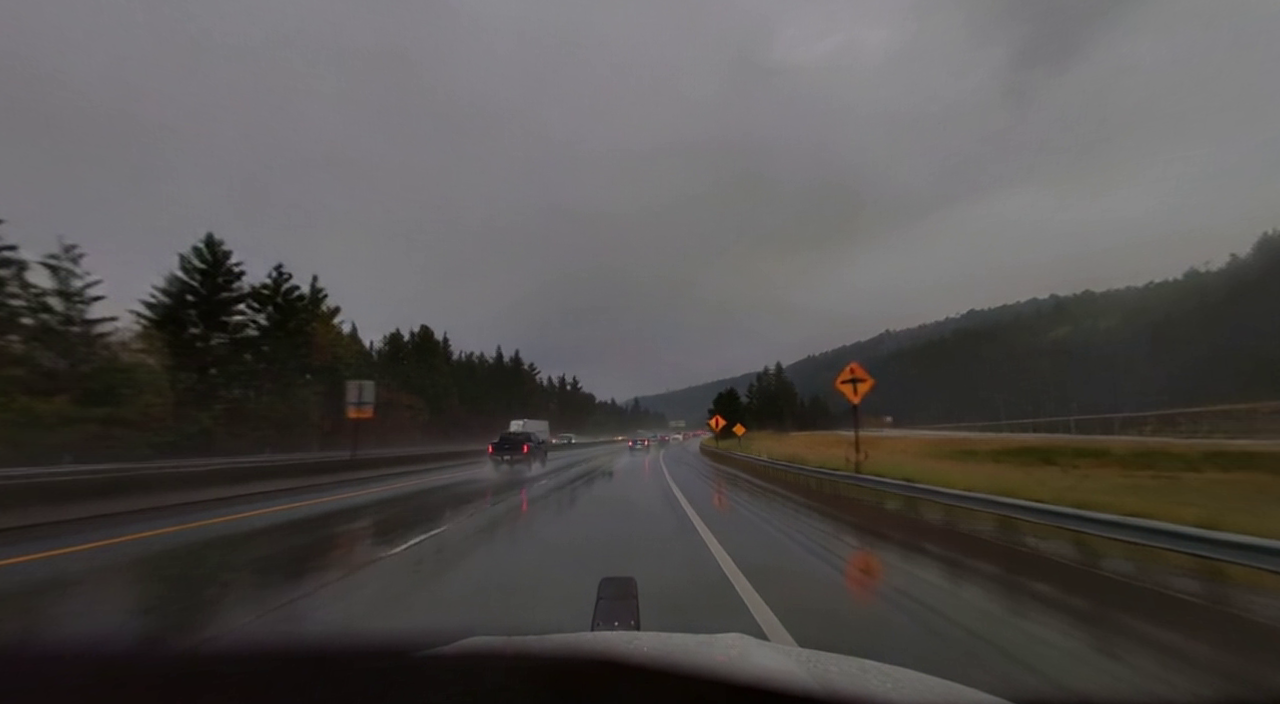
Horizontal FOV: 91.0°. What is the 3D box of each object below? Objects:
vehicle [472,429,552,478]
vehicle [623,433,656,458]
[{"bbox_3d":[-4.683,3.793,23.716,2.075,1.653,4.317,-1,-8,1],"label":"vehicle"},{"bbox_3d":[-0.056,6.492,43.758,2.146,1.636,4.026,0,-8,0],"label":"vehicle"}]
